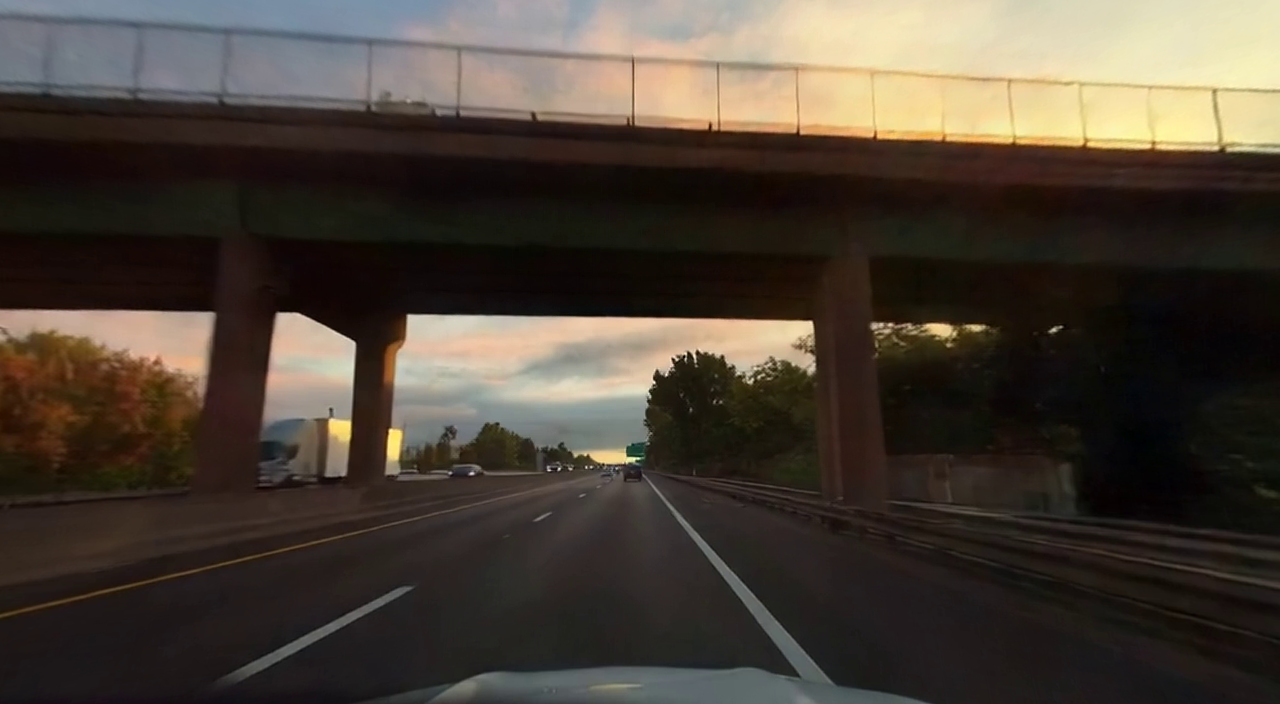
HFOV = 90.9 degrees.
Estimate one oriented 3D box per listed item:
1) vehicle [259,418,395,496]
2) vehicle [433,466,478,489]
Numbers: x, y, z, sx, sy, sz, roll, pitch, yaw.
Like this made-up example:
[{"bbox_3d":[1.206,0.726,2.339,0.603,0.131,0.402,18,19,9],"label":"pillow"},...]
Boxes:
[{"bbox_3d":[-17.587,6.170,36.491,2.960,3.849,9.487,1,-11,-1],"label":"vehicle"},{"bbox_3d":[-13.131,8.965,45.179,1.855,1.474,4.335,1,-11,1],"label":"vehicle"}]
